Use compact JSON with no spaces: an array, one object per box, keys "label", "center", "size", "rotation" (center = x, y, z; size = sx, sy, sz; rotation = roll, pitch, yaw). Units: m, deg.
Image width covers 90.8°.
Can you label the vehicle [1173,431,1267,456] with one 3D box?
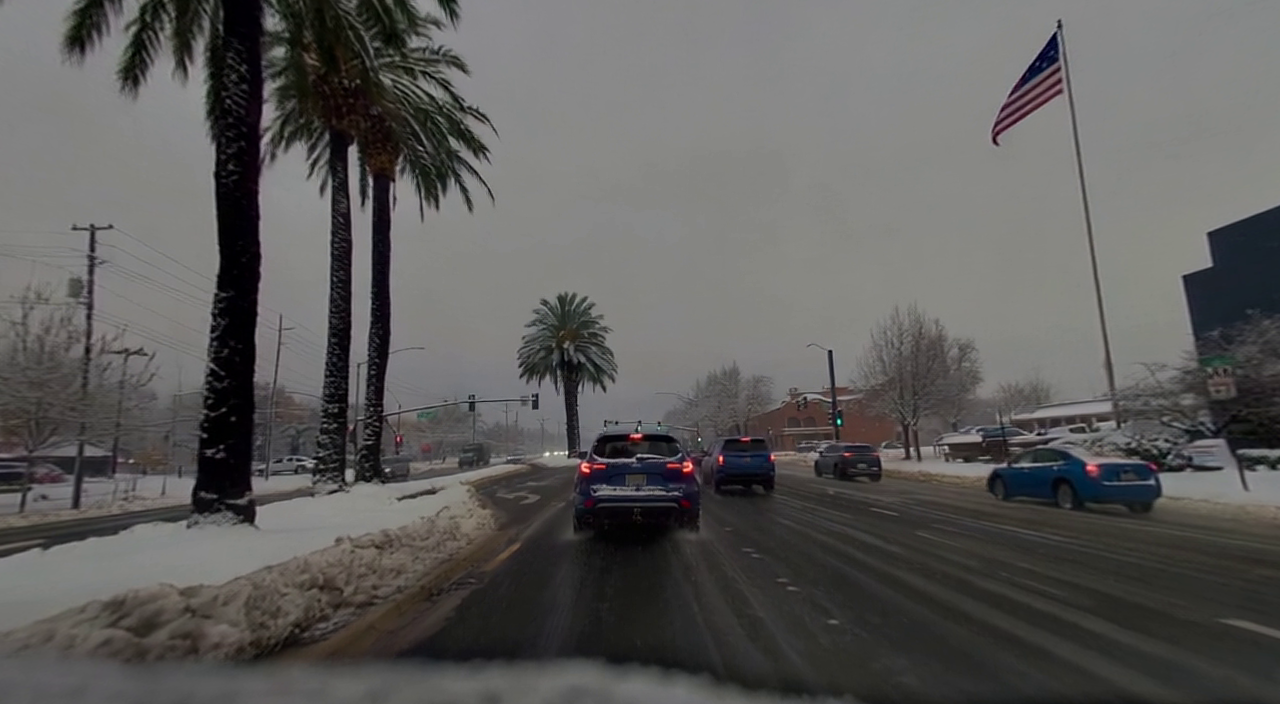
[{"label":"vehicle","center":[36.394,5.800,39.813],"size":[1.839,1.455,4.395],"rotation":[0,-9,2]}]

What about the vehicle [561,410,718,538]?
[{"label":"vehicle","center":[-0.036,2.216,12.043],"size":[2.402,1.938,4.535],"rotation":[0,-9,-1]}]

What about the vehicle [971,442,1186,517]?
[{"label":"vehicle","center":[9.902,2.875,14.797],"size":[1.967,1.485,4.267],"rotation":[0,-9,1]}]

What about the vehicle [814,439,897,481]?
[{"label":"vehicle","center":[10.057,5.064,29.938],"size":[2.155,1.779,4.582],"rotation":[0,-9,-2]}]

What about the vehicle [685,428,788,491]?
[{"label":"vehicle","center":[3.329,3.928,23.507],"size":[2.773,2.021,6.212],"rotation":[0,-9,-1]}]
